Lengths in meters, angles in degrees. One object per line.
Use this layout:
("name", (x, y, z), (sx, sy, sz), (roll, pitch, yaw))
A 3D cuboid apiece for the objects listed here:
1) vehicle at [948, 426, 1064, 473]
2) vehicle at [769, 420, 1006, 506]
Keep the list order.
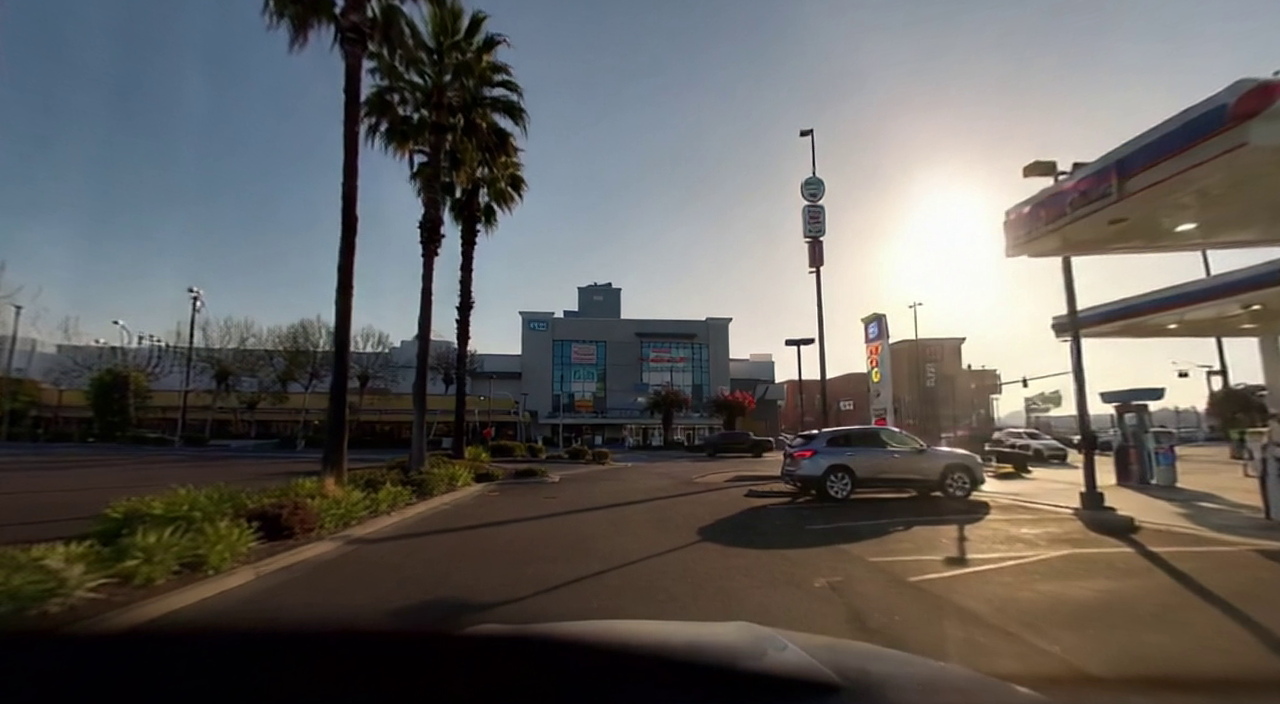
("vehicle", (16.024, 4.298, 28.015), (2.028, 1.850, 4.731), (0, -8, -4))
("vehicle", (5.573, 2.539, 14.737), (4.560, 1.818, 2.148), (0, -8, -3))
